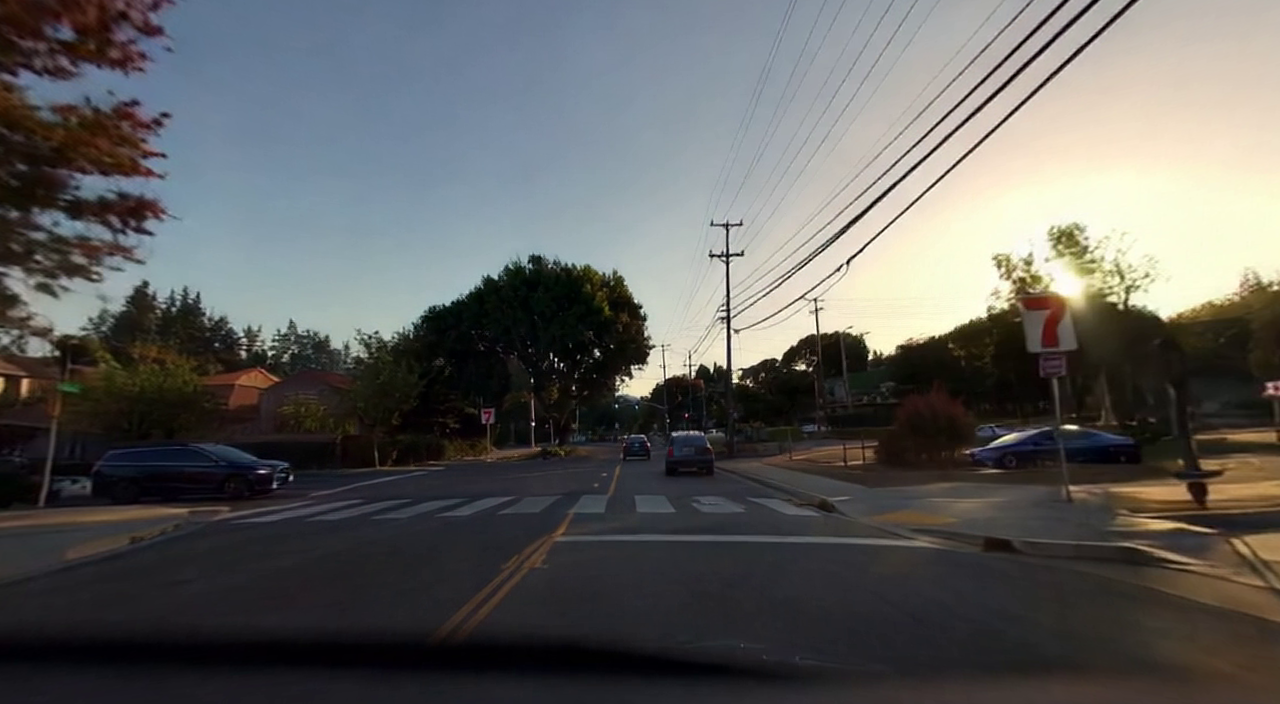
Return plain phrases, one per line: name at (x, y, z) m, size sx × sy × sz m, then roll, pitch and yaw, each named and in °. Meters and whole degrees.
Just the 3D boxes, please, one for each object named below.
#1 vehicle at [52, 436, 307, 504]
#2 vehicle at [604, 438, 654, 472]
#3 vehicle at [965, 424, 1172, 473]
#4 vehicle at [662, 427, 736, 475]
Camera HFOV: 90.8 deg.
vehicle at (-13.800, 3.550, 19.337) m, size 5.866 × 1.904 × 2.197 m, roll 1°, pitch -8°, yaw -6°
vehicle at (-0.576, 4.692, 29.049) m, size 1.874 × 1.427 × 3.976 m, roll 1°, pitch -8°, yaw -7°
vehicle at (13.080, 2.983, 19.567) m, size 4.872 × 1.400 × 1.955 m, roll -1°, pitch -8°, yaw 3°
vehicle at (2.454, 4.371, 28.002) m, size 2.553 × 1.868 × 5.536 m, roll 0°, pitch -8°, yaw -2°
